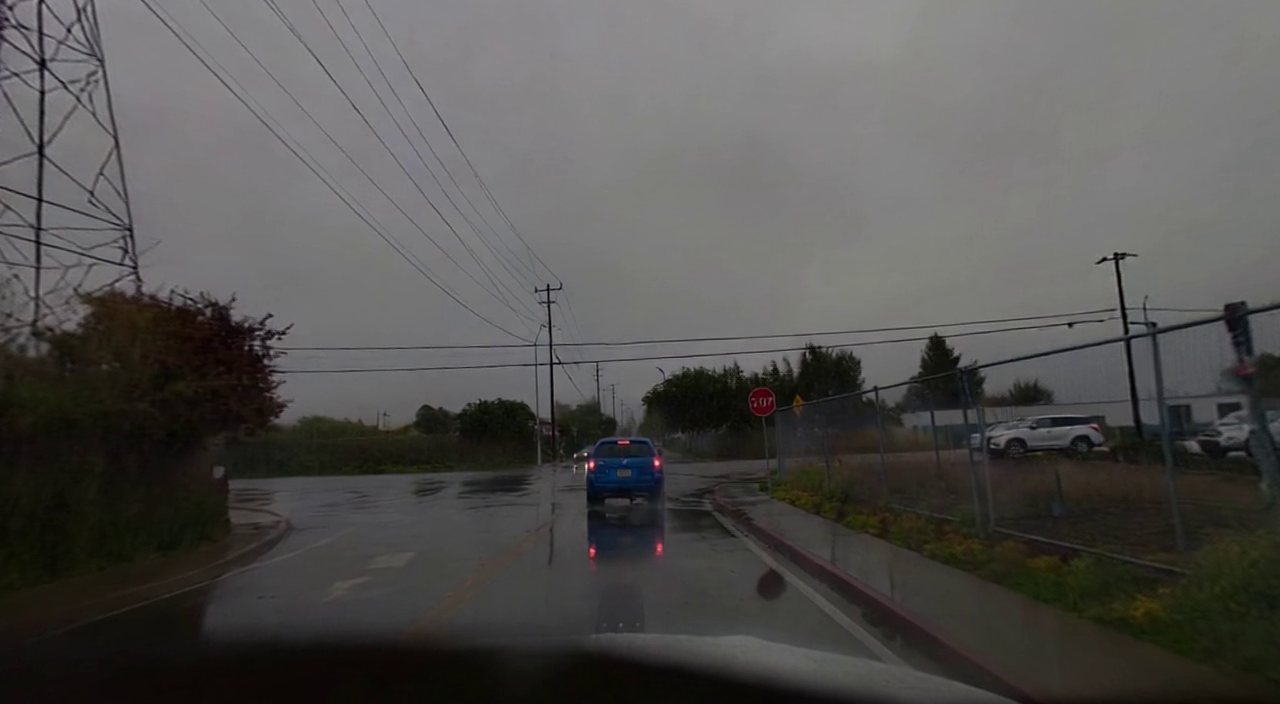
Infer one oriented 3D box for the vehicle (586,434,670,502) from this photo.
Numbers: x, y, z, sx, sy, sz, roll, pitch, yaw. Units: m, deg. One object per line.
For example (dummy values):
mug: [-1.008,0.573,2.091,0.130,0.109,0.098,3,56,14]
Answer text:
vehicle: [-0.420,3.244,18.172,2.137,1.698,4.166,0,-8,-3]
